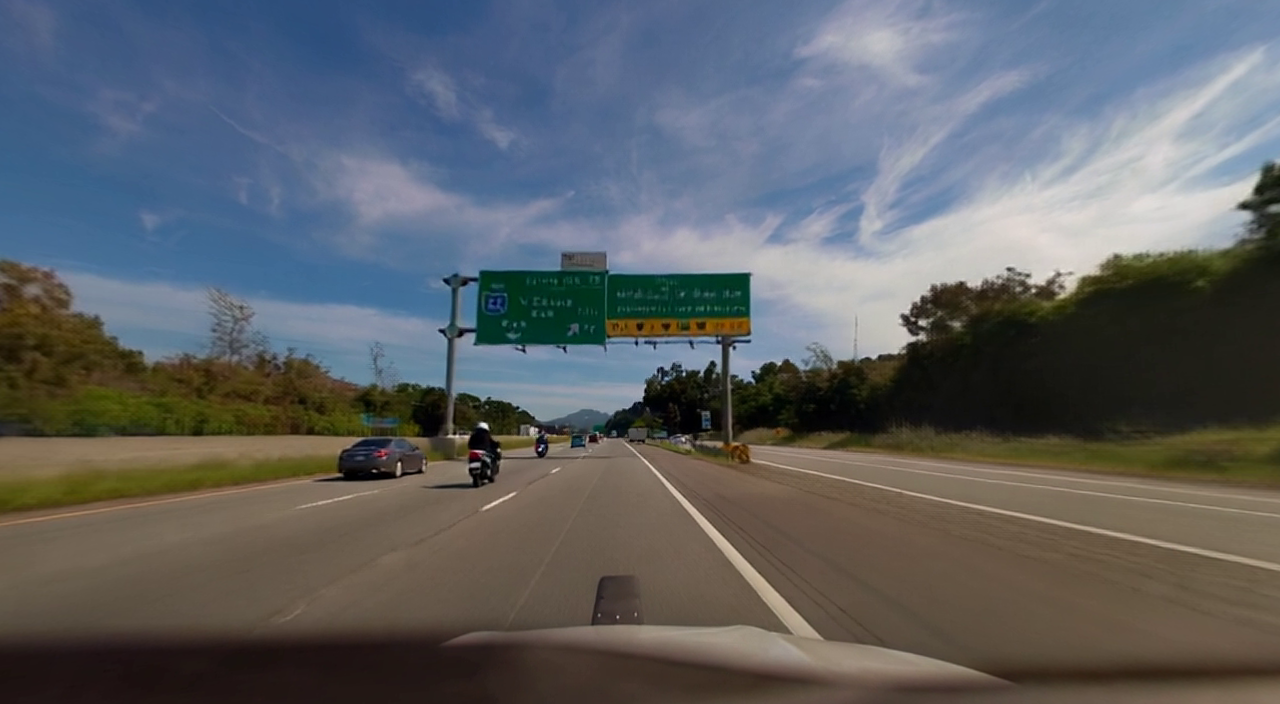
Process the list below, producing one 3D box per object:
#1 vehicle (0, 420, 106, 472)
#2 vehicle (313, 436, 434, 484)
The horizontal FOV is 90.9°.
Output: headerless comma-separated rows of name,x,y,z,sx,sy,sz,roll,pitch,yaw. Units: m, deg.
vehicle,-21.093,3.214,21.666,1.831,1.610,4.067,0,-8,-1
vehicle,-8.621,3.507,20.915,2.053,1.409,4.704,0,-8,-1
